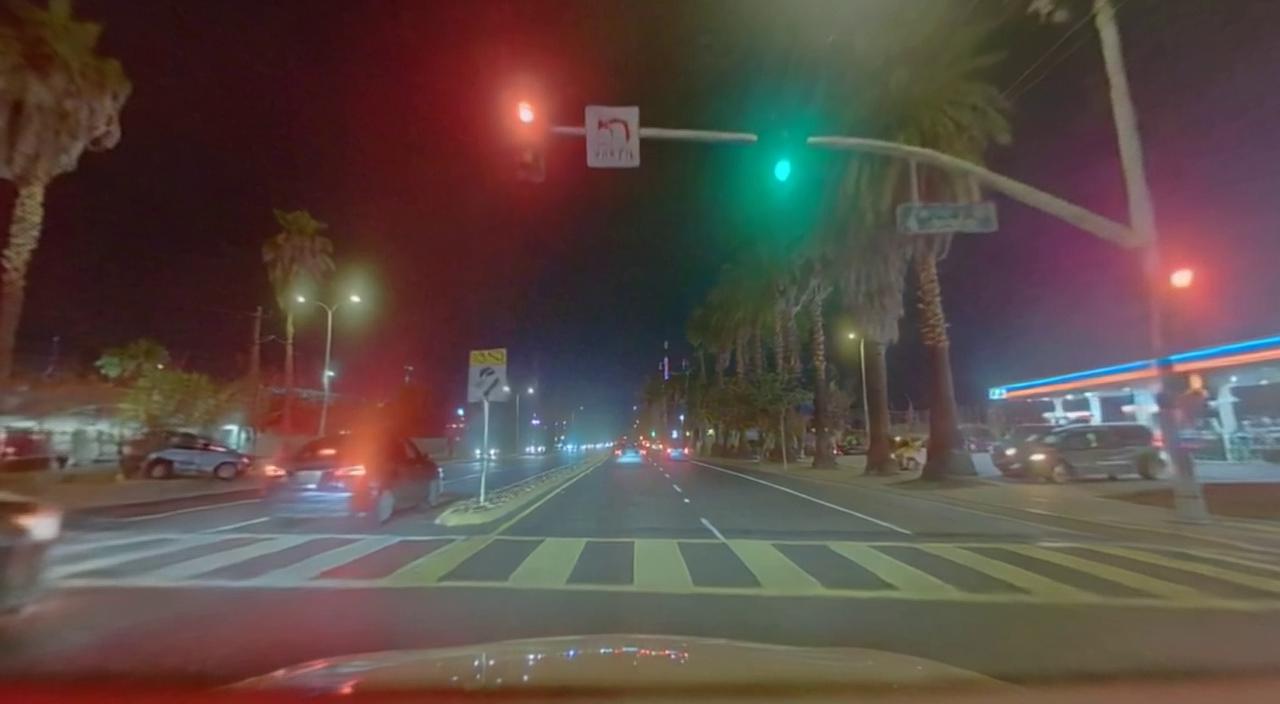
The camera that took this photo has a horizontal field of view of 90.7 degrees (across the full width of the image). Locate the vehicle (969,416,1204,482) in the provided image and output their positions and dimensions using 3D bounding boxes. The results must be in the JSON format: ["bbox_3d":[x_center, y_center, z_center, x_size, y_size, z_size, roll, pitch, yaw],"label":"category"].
[{"bbox_3d":[13.675,3.004,19.665,5.718,1.911,2.088,0,-8,-2],"label":"vehicle"}]

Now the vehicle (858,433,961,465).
[{"bbox_3d":[13.589,4.907,32.109,4.360,1.523,1.900,0,-8,-1],"label":"vehicle"}]

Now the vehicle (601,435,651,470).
[{"bbox_3d":[-0.665,4.662,29.655,2.160,1.508,4.319,0,-8,-1],"label":"vehicle"}]

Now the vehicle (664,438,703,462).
[{"bbox_3d":[2.714,6.213,40.245,2.060,1.471,4.168,0,-8,-2],"label":"vehicle"}]

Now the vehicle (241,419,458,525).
[{"bbox_3d":[-5.187,2.186,12.136,2.060,1.643,4.359,0,-8,0],"label":"vehicle"}]

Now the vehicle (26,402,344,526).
[{"bbox_3d":[-8.768,2.236,13.260,2.306,2.012,5.852,0,-8,0],"label":"vehicle"}]
